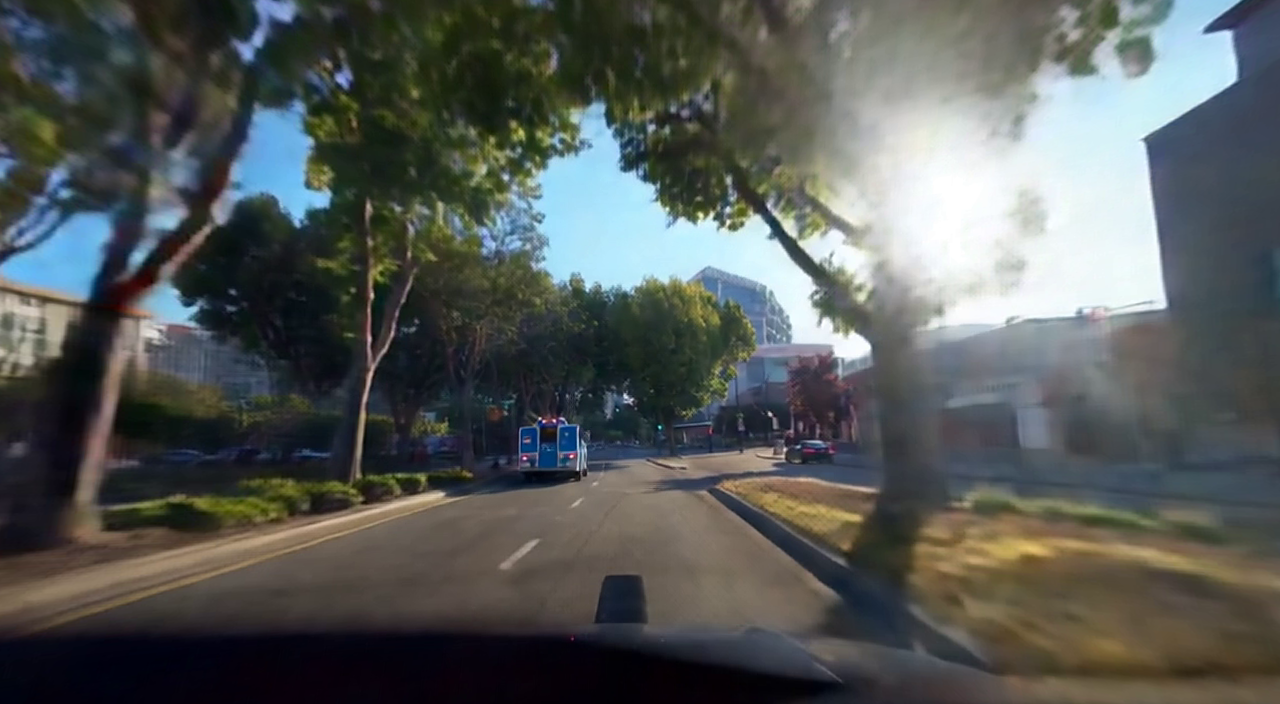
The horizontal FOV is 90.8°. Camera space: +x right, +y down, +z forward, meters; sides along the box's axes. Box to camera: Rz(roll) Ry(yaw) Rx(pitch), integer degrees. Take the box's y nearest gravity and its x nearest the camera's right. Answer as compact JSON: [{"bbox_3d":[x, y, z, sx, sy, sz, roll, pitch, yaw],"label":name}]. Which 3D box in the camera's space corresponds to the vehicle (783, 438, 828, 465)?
[{"bbox_3d":[10.982,6.635,42.258,1.980,1.719,4.422,-1,-9,2],"label":"vehicle"}]

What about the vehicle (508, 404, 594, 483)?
[{"bbox_3d":[-3.392,3.707,25.467,2.633,2.787,5.796,0,-9,0],"label":"vehicle"}]
